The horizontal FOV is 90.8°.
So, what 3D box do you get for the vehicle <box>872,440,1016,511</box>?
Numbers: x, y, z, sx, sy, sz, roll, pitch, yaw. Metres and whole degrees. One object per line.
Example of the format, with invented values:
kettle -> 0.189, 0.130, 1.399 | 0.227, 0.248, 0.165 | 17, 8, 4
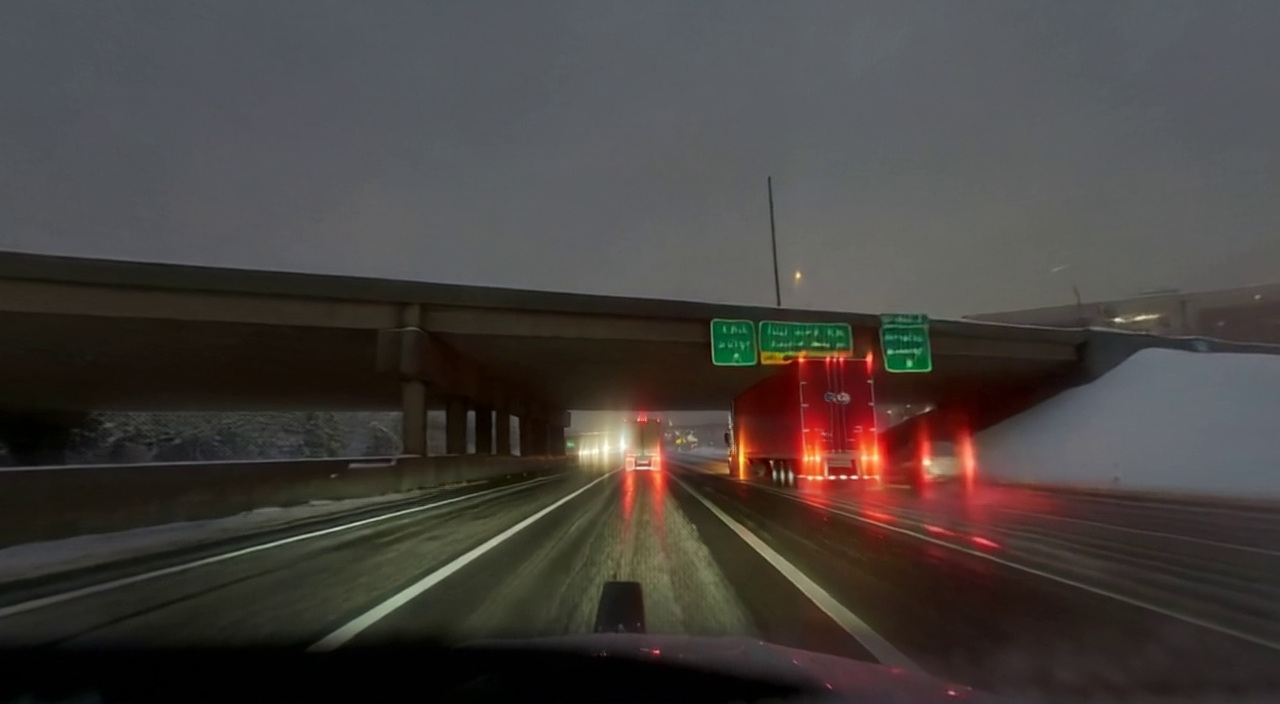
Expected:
vehicle -> 7.337, 2.999, 15.663 | 1.687, 1.503, 3.688 | -1, -9, 0
